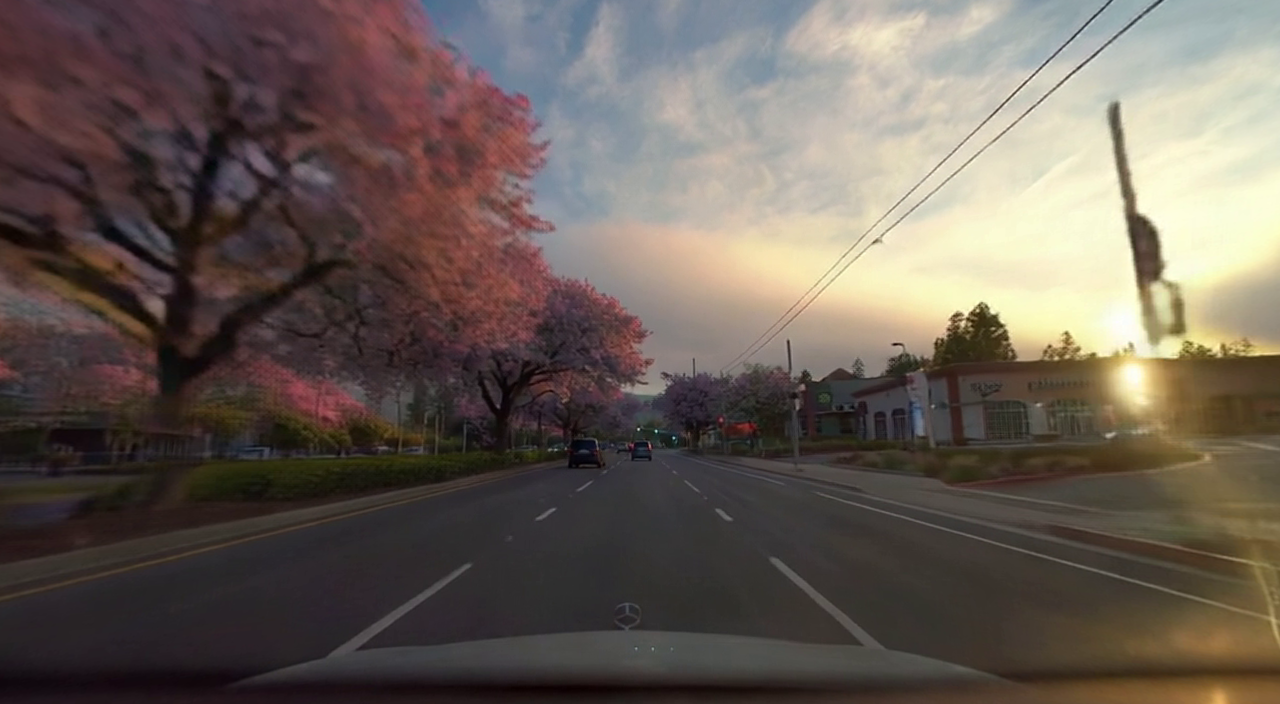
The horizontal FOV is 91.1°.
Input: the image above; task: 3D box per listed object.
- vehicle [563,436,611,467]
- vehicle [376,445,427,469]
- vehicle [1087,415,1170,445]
[{"bbox_3d":[-3.297,6.291,40.011,2.453,1.844,4.751,0,-8,2],"label":"vehicle"},{"bbox_3d":[-18.212,7.997,48.142,2.111,1.702,4.543,0,-8,0],"label":"vehicle"},{"bbox_3d":[27.415,4.427,35.194,4.677,1.583,1.955,5,-10,-30],"label":"vehicle"}]
